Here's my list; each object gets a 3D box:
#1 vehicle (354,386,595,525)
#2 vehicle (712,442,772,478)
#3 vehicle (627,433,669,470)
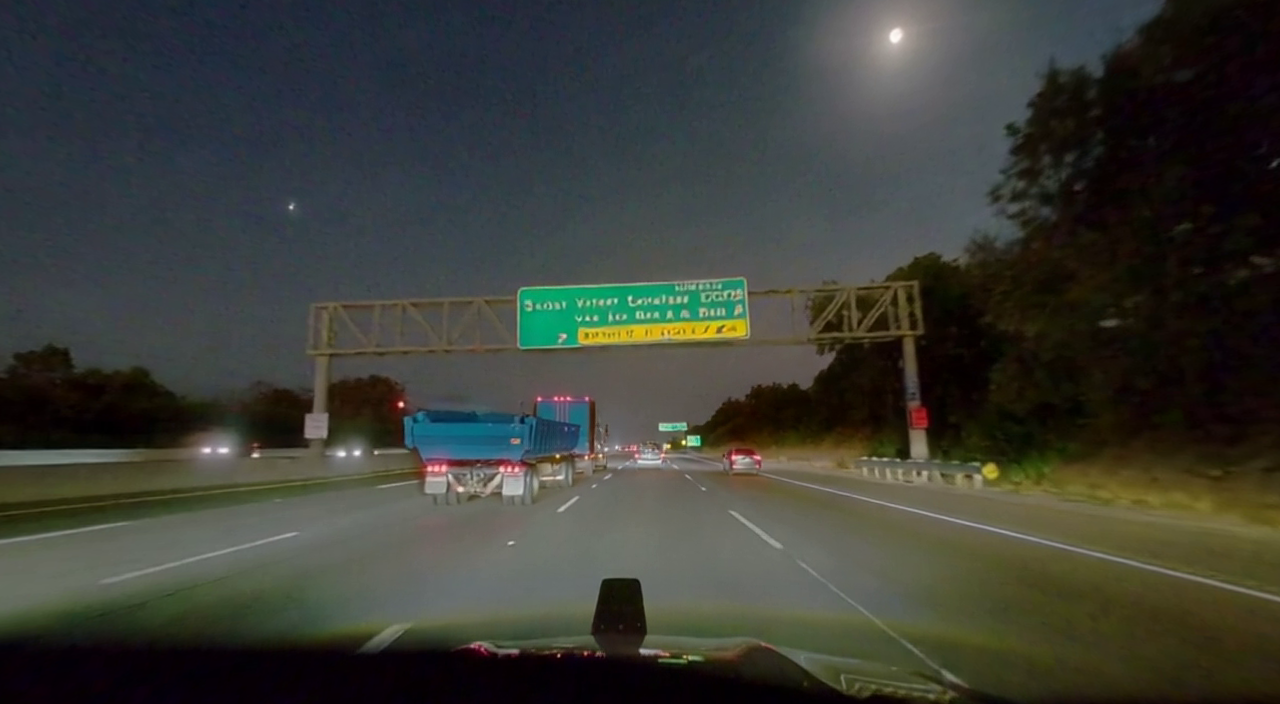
[{"bbox_3d":[-3.448,3.033,19.251,2.854,2.379,16.653,0,-9,0],"label":"vehicle"},{"bbox_3d":[4.593,4.896,28.906,1.993,1.474,4.230,0,-8,-1],"label":"vehicle"},{"bbox_3d":[0.499,5.958,37.865,2.309,2.023,5.130,0,-8,1],"label":"vehicle"}]
